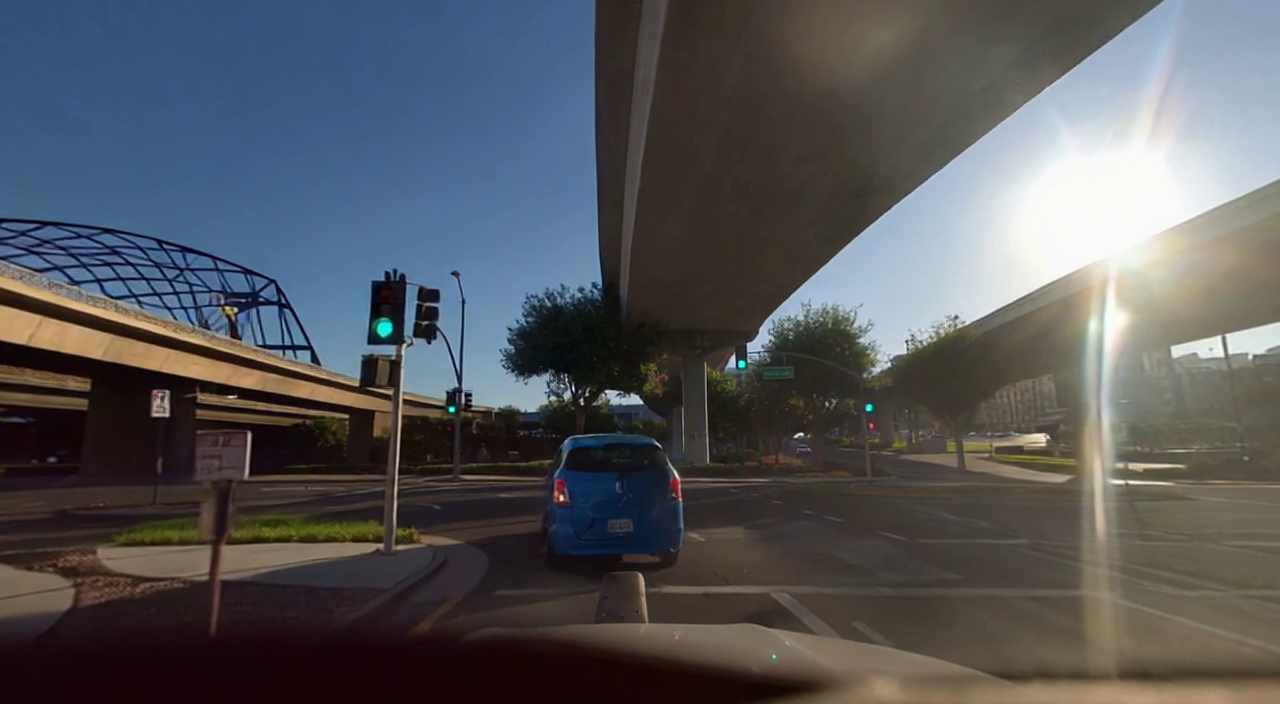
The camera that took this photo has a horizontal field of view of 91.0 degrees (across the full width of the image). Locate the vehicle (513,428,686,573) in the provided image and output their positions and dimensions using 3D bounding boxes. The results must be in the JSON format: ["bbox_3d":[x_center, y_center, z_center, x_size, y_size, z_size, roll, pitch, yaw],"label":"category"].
[{"bbox_3d":[-0.785,1.969,9.074,1.976,1.584,3.772,2,-9,-11],"label":"vehicle"}]
